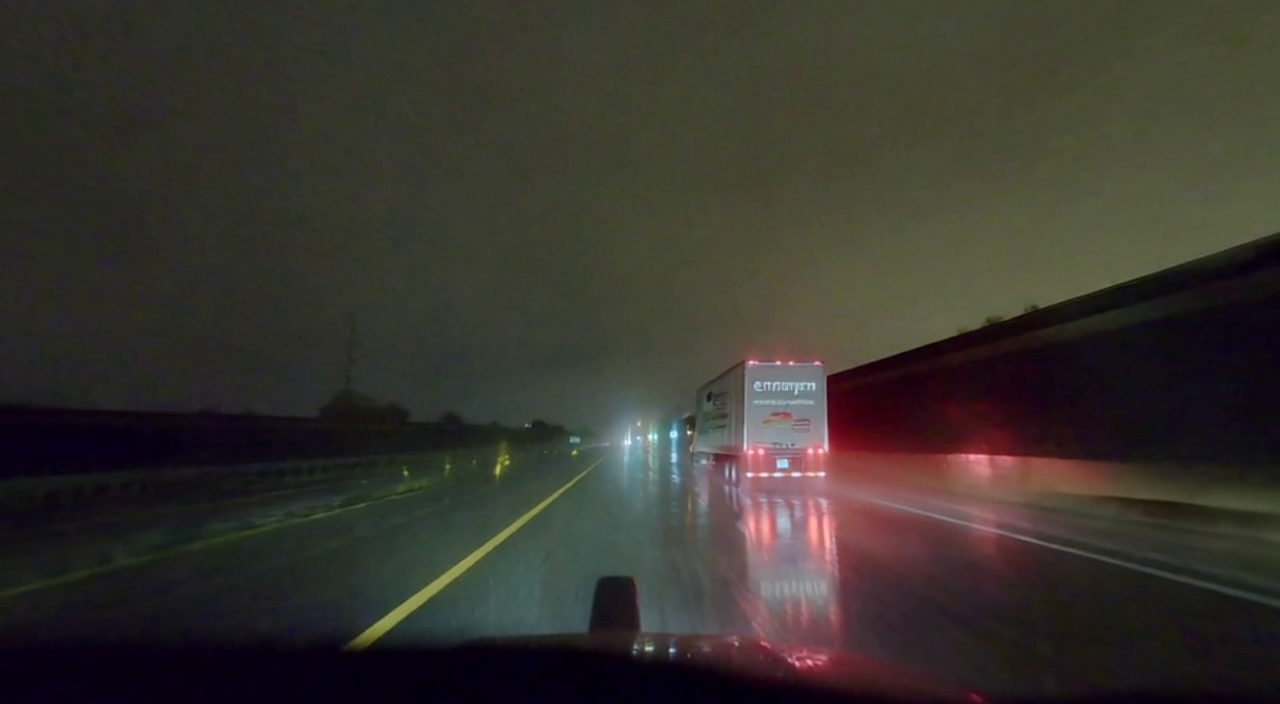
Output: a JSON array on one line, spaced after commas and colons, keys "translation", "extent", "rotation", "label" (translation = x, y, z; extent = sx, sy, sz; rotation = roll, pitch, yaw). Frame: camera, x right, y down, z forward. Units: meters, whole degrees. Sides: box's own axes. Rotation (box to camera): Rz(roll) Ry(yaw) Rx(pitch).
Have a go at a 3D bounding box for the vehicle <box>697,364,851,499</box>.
[{"translation": [3.498, 2.375, 18.568], "extent": [2.702, 3.193, 7.196], "rotation": [0, -8, -2], "label": "vehicle"}]
